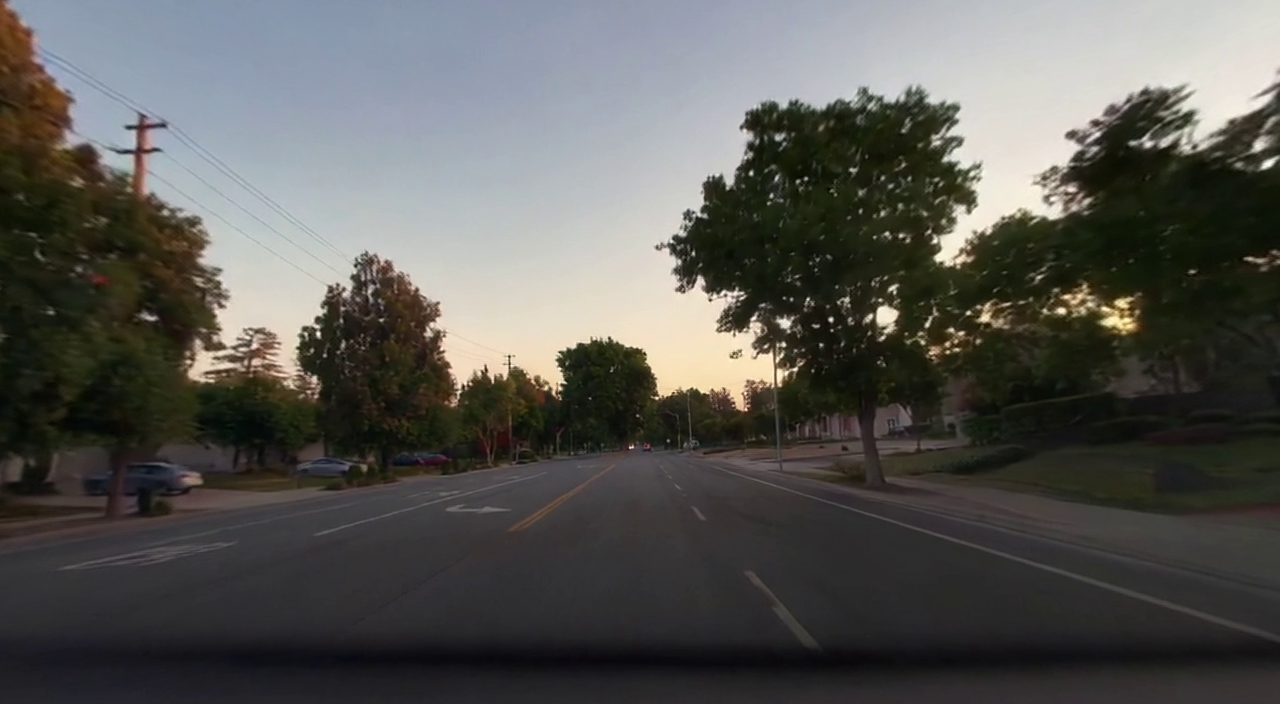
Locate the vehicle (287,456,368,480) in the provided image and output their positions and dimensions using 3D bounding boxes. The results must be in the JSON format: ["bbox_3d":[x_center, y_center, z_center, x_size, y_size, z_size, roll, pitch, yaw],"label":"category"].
[{"bbox_3d":[-21.586,8.019,43.783,1.859,1.461,4.646,-9,-12,44],"label":"vehicle"}]

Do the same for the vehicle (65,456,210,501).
[{"bbox_3d":[-21.454,5.412,27.120,4.530,1.759,1.943,-1,-9,1],"label":"vehicle"}]
